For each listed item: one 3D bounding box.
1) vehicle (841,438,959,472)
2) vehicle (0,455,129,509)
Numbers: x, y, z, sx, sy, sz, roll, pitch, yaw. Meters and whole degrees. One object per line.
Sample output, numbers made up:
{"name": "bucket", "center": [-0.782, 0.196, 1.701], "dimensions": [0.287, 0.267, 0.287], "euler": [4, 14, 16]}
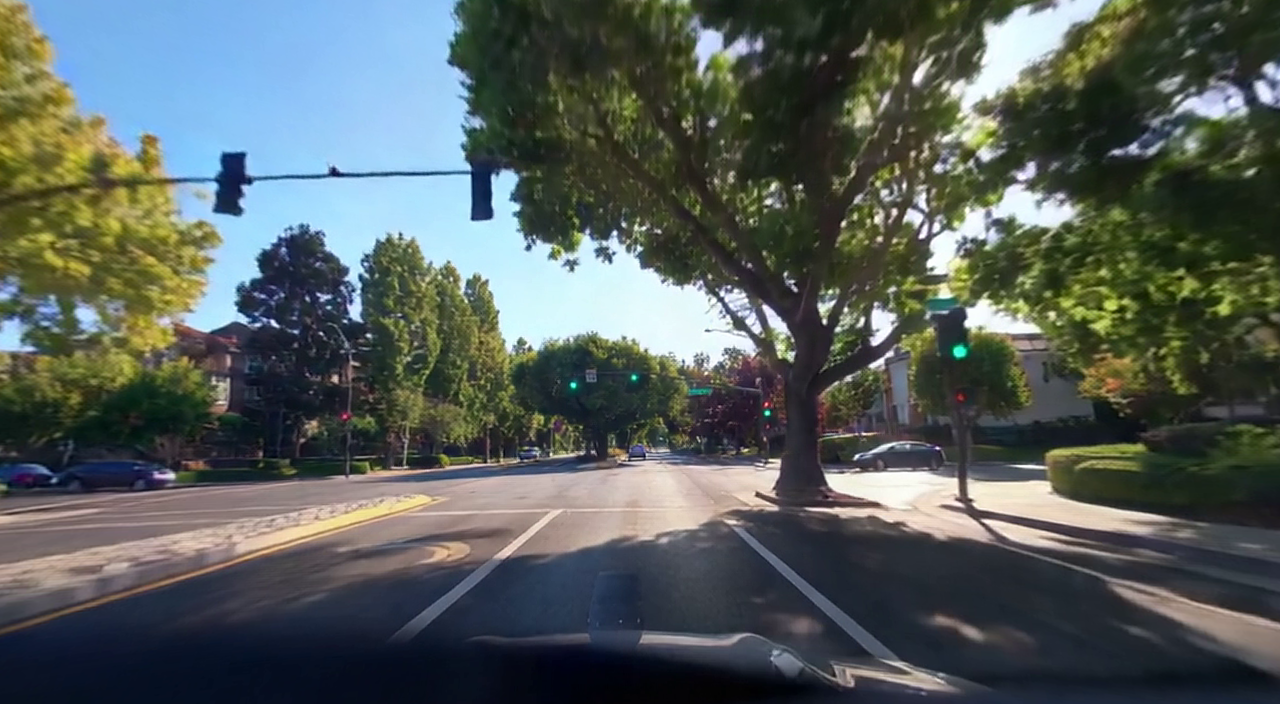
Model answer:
{"name": "vehicle", "center": [12.170, 4.855, 29.811], "dimensions": [4.611, 1.505, 2.029], "euler": [0, -9, -1]}
{"name": "vehicle", "center": [-22.295, 4.873, 23.789], "dimensions": [4.445, 1.805, 1.944], "euler": [-1, -8, 2]}
